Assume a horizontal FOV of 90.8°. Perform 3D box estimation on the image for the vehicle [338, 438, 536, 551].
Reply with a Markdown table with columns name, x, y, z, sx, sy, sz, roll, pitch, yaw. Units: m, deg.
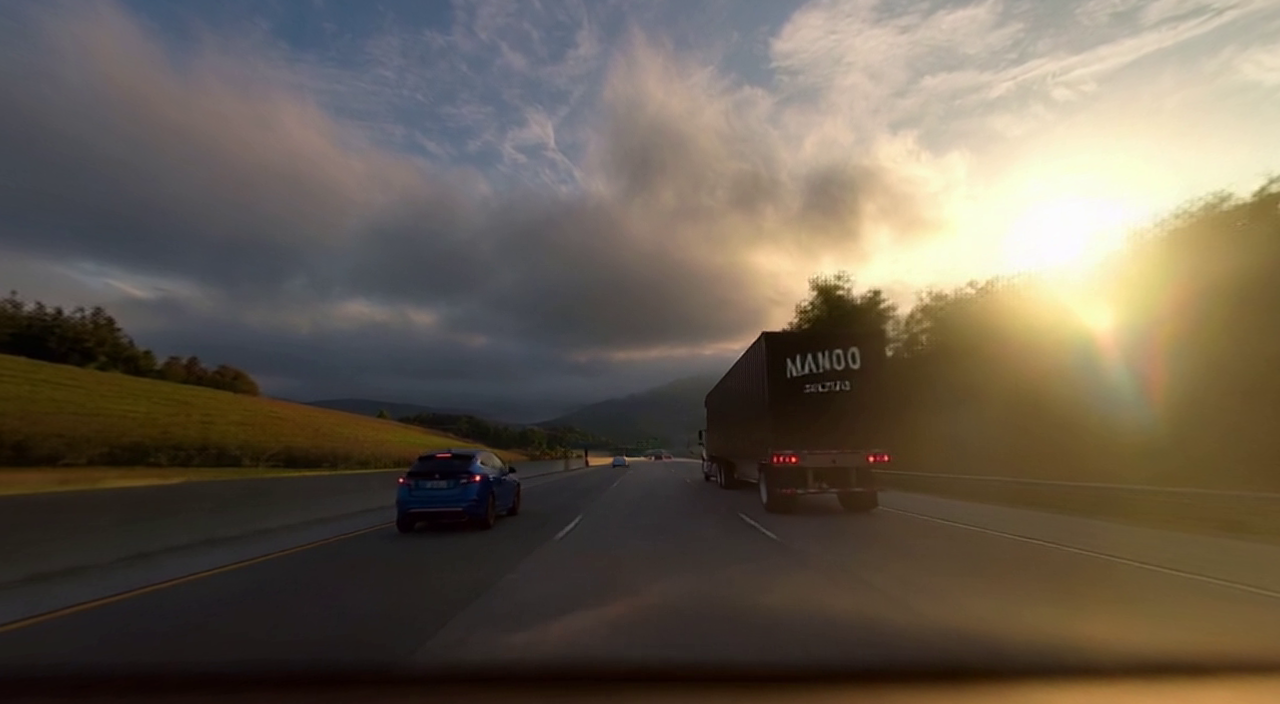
| name | x | y | z | sx | sy | sz | roll | pitch | yaw |
| --- | --- | --- | --- | --- | --- | --- | --- | --- | --- |
| vehicle | -3.172 | 2.310 | 10.918 | 1.945 | 1.537 | 4.294 | 0 | -9 | 1 |

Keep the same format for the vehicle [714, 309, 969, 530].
| name | x | y | z | sx | sy | sz | roll | pitch | yaw |
| --- | --- | --- | --- | --- | --- | --- | --- | --- | --- |
| vehicle | 4.453 | 2.256 | 18.489 | 2.832 | 4.034 | 13.924 | 0 | -9 | 0 |
